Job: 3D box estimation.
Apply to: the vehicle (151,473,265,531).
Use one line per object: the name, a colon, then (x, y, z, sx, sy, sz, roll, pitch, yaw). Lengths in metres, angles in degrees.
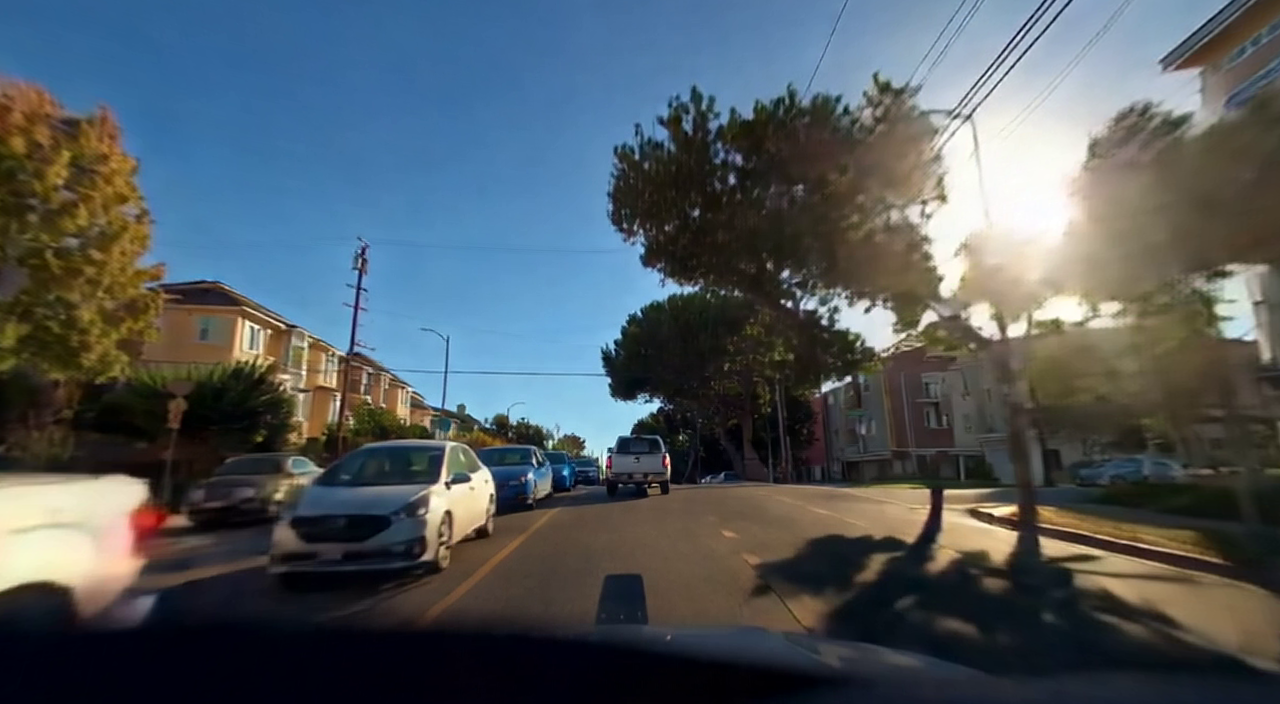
vehicle: (-20.962, 7.233, 30.748, 3.957, 1.902, 2.121, -10, -7, 0)

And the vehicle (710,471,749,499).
vehicle: (6.133, 9.180, 43.831, 2.023, 1.611, 4.614, 0, -9, 0)

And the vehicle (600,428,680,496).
vehicle: (0.037, 3.590, 20.734, 2.308, 1.940, 4.125, -1, -10, 1)

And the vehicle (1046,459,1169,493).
vehicle: (21.918, 5.791, 29.721, 4.262, 1.474, 1.929, 0, -9, -2)

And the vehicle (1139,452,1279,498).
vehicle: (19.658, 4.106, 21.156, 4.205, 1.381, 1.872, -1, -11, 0)

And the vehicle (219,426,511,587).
vehicle: (-3.033, 1.773, 8.076, 1.893, 1.518, 4.024, 0, -9, 0)
